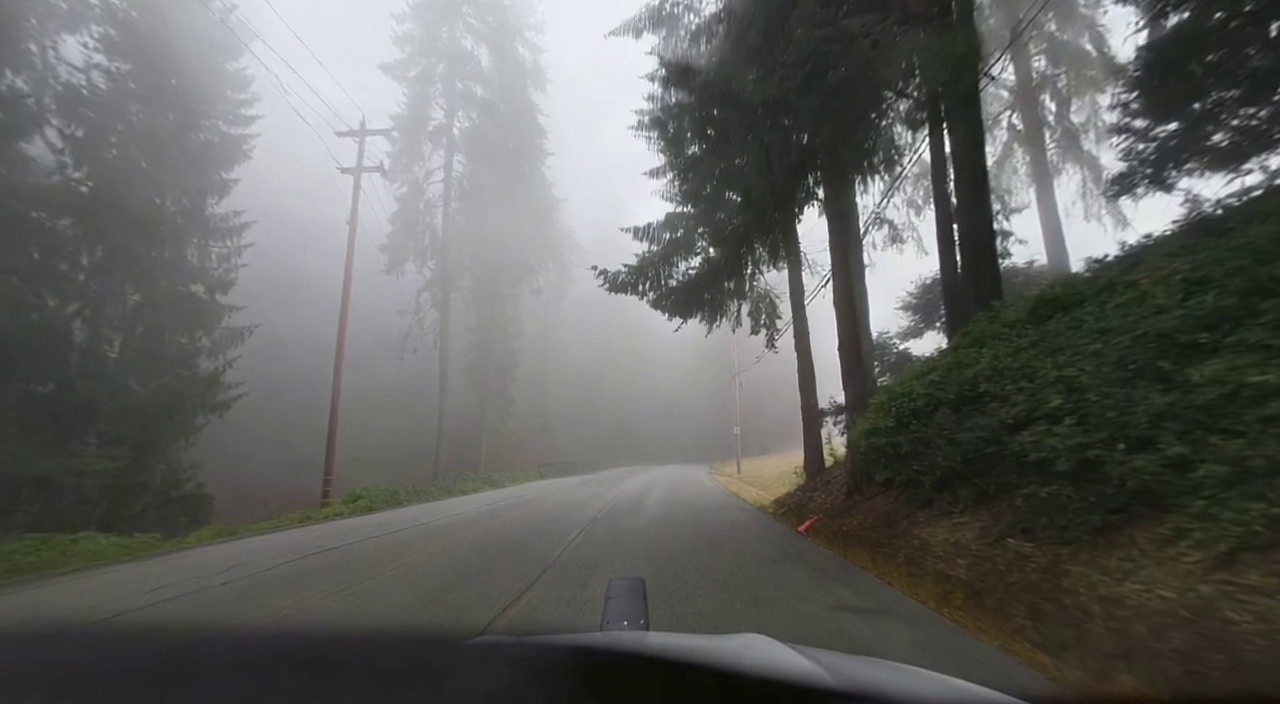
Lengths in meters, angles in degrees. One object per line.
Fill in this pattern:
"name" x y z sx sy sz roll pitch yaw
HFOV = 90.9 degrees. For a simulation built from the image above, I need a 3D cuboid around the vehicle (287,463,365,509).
"vehicle" -13.107 5.568 26.614 2.058 1.654 4.273 2 -9 -15
